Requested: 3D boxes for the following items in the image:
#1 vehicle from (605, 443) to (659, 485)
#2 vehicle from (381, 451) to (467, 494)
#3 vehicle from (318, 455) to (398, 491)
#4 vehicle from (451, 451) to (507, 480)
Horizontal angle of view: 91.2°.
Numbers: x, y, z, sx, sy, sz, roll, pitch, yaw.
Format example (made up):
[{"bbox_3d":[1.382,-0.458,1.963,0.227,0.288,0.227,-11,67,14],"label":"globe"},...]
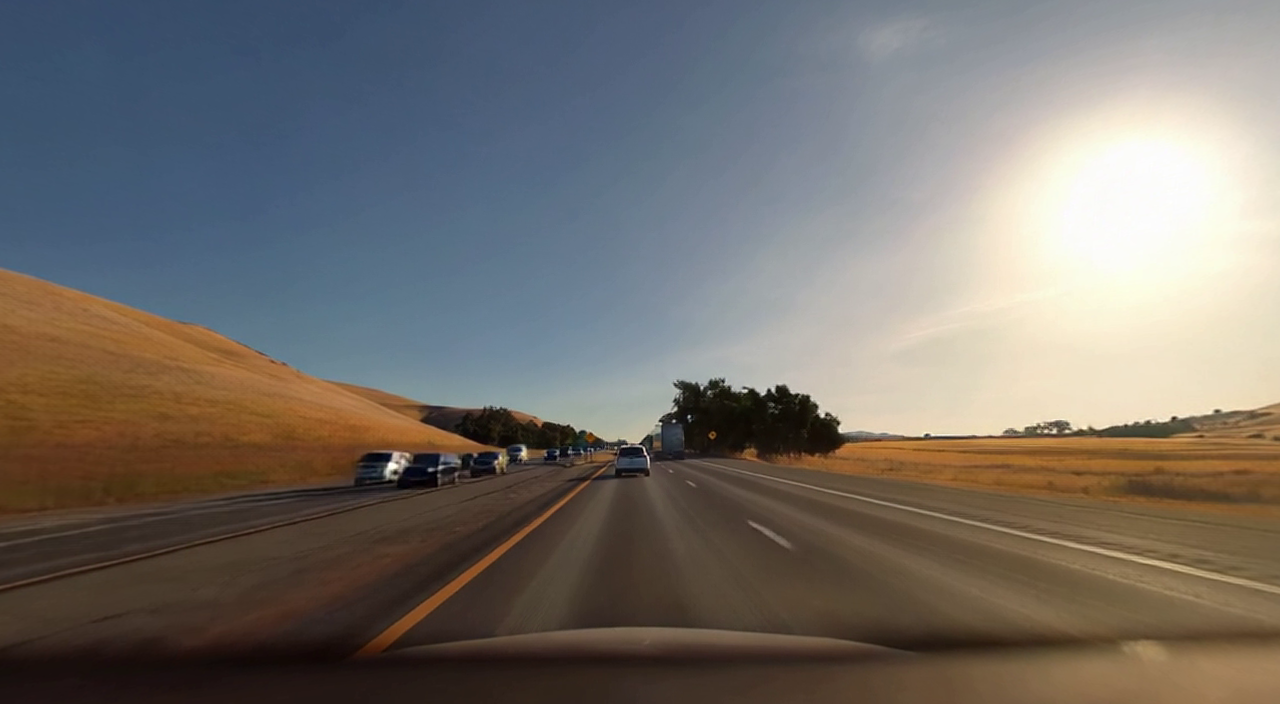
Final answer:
[{"bbox_3d":[-0.334,4.427,25.115,1.971,1.518,4.108,0,-9,-1],"label":"vehicle"},{"bbox_3d":[-8.190,4.579,24.182,1.908,1.499,4.040,0,-9,-1],"label":"vehicle"},{"bbox_3d":[-13.751,5.898,30.897,1.892,1.533,4.532,0,-9,-1],"label":"vehicle"},{"bbox_3d":[-9.184,6.480,36.109,2.005,1.493,4.505,0,-9,0],"label":"vehicle"}]
